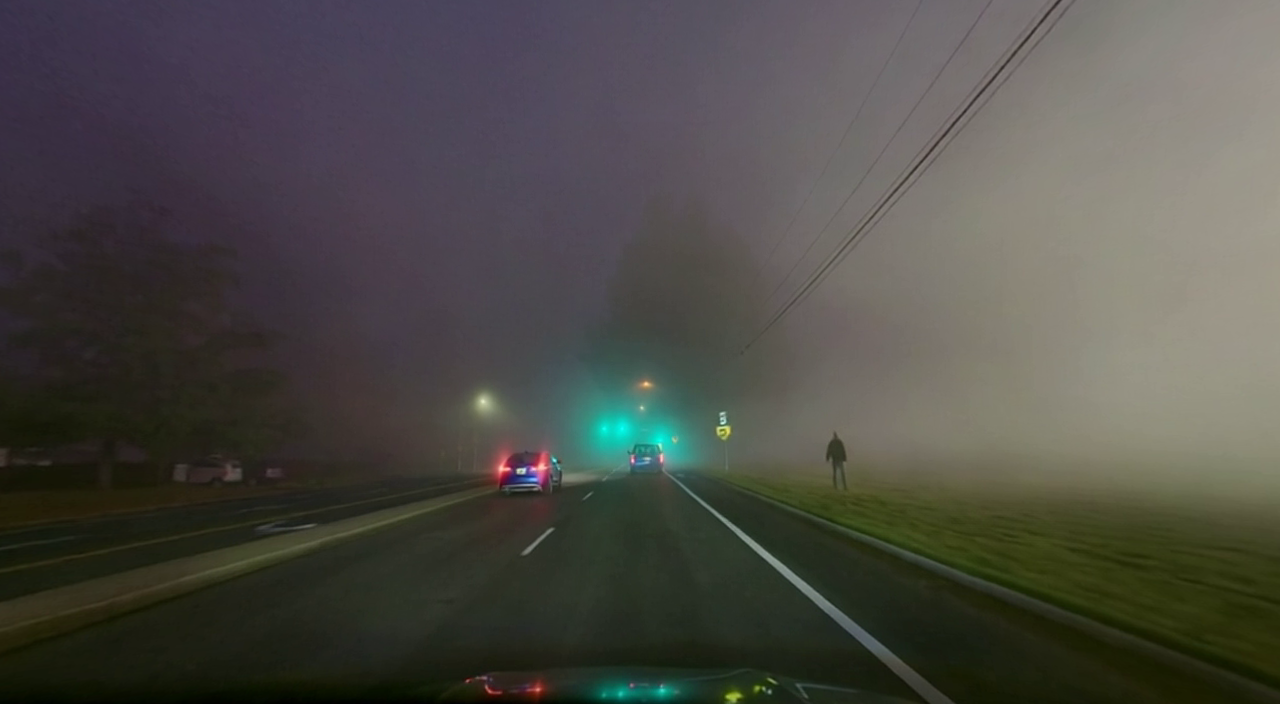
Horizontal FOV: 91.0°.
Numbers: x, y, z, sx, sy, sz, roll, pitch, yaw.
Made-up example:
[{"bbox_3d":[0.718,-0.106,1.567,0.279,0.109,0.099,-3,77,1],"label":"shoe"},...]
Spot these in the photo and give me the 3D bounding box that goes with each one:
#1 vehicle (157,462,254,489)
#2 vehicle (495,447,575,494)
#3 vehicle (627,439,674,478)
[{"bbox_3d":[-25.289,7.210,36.772,4.182,1.444,1.884,0,-8,-4],"label":"vehicle"},{"bbox_3d":[-3.514,4.029,21.884,2.036,1.447,4.044,0,-8,1],"label":"vehicle"},{"bbox_3d":[0.446,5.300,31.621,2.215,1.799,4.426,0,-8,-1],"label":"vehicle"}]
